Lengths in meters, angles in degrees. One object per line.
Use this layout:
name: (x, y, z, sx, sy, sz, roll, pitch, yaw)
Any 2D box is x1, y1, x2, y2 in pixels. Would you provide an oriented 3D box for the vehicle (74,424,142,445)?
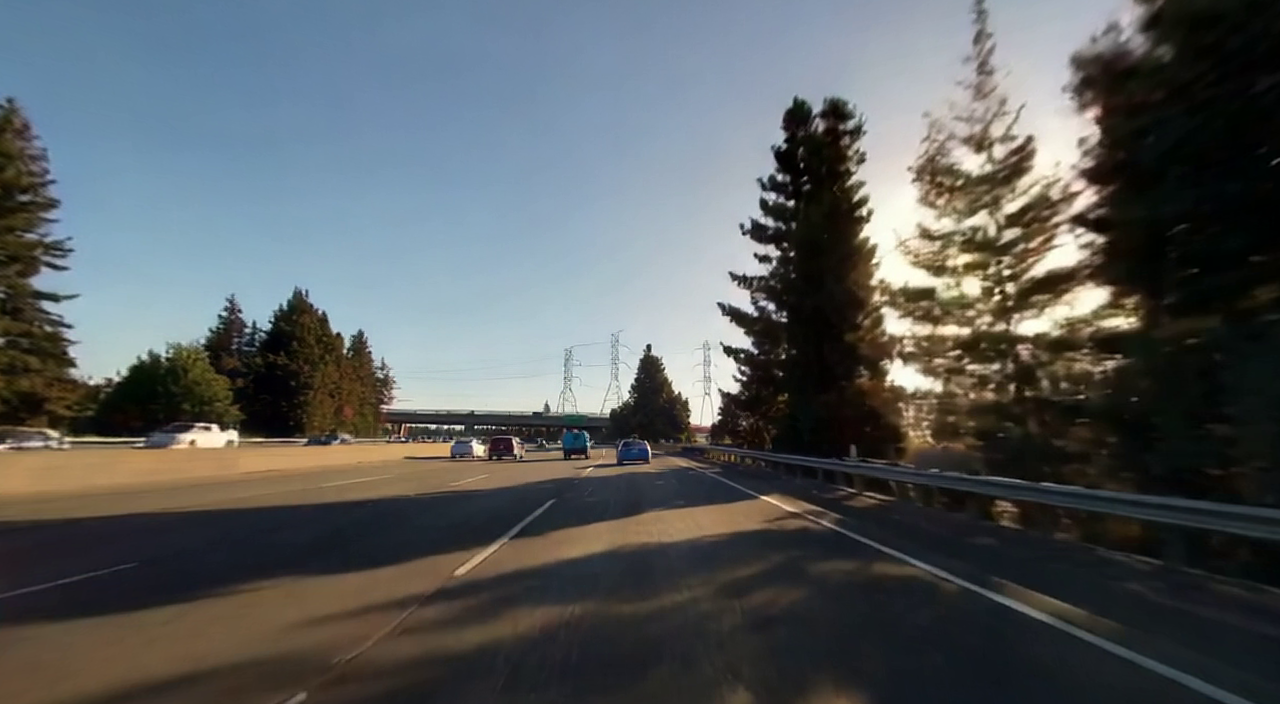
vehicle: (-37.741, 5.906, 44.633, 1.624, 1.394, 3.703, 0, -9, -1)

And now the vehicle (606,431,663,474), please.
vehicle: (-0.228, 3.764, 23.730, 1.954, 1.460, 3.983, 0, -8, -1)

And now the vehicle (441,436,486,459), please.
vehicle: (-11.890, 6.469, 42.550, 1.844, 1.446, 4.395, 0, -8, -2)

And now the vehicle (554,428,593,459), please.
vehicle: (-4.075, 5.700, 39.135, 2.174, 1.806, 3.932, 1, -8, -2)
